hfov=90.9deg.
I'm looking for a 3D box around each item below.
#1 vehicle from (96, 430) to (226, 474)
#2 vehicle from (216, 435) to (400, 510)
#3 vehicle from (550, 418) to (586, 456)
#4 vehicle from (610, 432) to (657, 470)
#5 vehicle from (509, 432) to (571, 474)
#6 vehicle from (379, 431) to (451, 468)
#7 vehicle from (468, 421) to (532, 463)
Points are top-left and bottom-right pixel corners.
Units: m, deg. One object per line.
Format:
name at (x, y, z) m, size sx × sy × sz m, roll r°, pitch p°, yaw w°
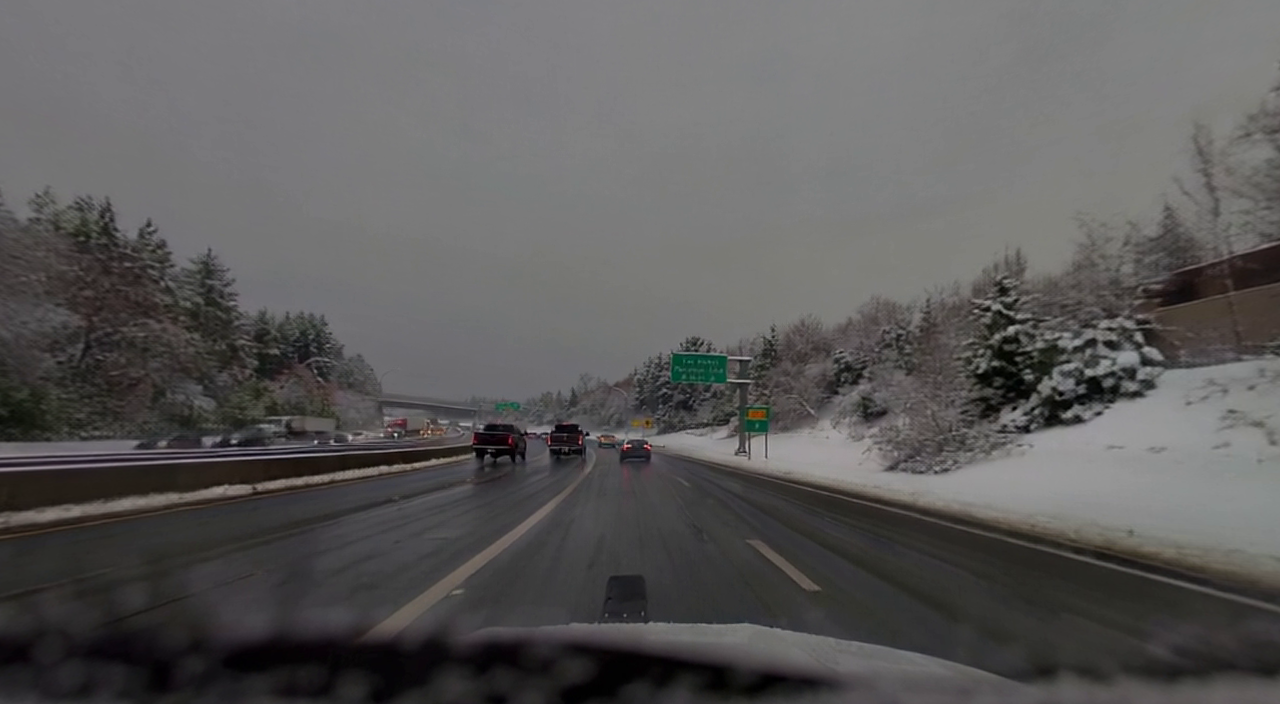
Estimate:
vehicle at (-19.639, 4.105, 26.176) m, size 1.931 × 1.643 × 4.533 m, roll 0°, pitch -8°, yaw -3°
vehicle at (-7.496, 2.738, 14.855) m, size 1.896 × 1.465 × 4.399 m, roll 0°, pitch -8°, yaw 0°
vehicle at (-5.413, 6.520, 48.077) m, size 2.279 × 2.672 × 5.256 m, roll 0°, pitch -8°, yaw -2°
vehicle at (-0.364, 4.662, 29.986) m, size 2.092 × 1.671 × 3.772 m, roll 0°, pitch -8°, yaw -2°
vehicle at (-4.152, 4.250, 26.781) m, size 2.005 × 1.631 × 4.295 m, roll 0°, pitch -8°, yaw -1°
vehicle at (-11.833, 5.152, 33.559) m, size 2.079 × 1.807 × 5.187 m, roll 0°, pitch -8°, yaw -2°
vehicle at (-8.619, 5.656, 39.595) m, size 2.773 × 2.402 × 6.232 m, roll 0°, pitch -8°, yaw -2°
